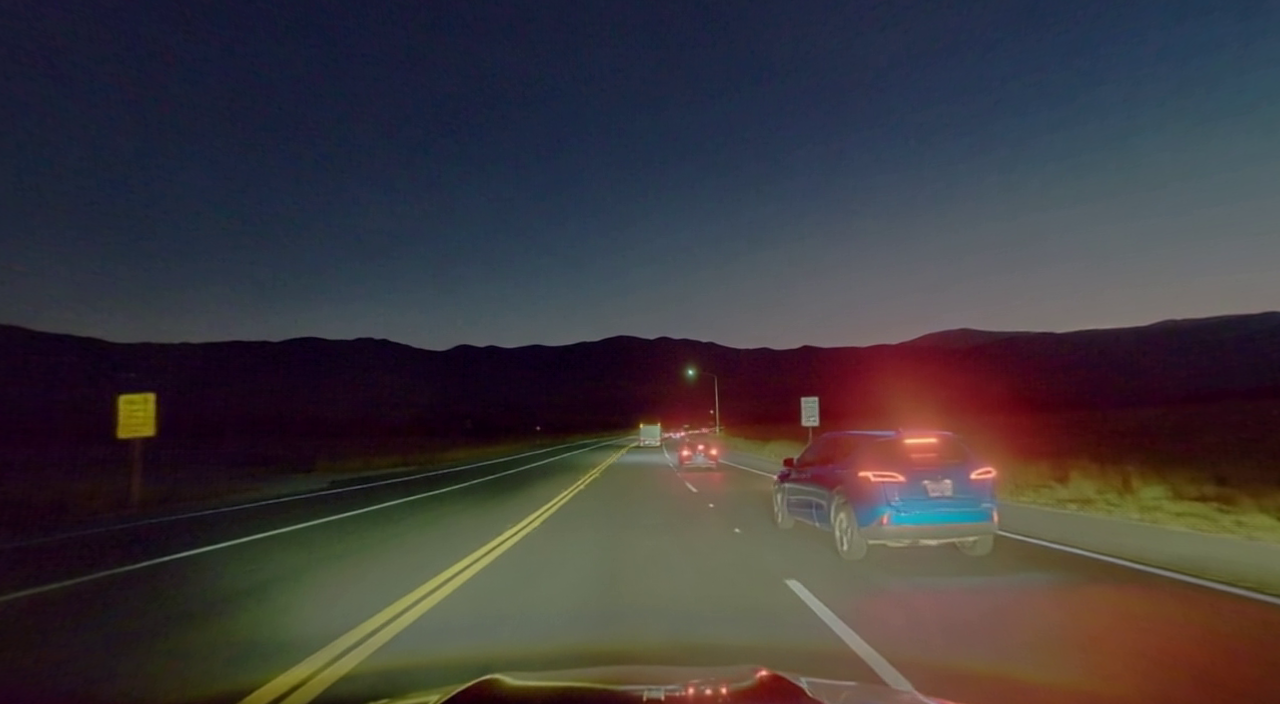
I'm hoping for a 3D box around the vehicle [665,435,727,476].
[{"bbox_3d":[2.210,4.224,26.041,2.026,1.531,4.273,0,-8,-1],"label":"vehicle"}]

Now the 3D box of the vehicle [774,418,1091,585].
[{"bbox_3d":[3.159,1.683,7.918,2.007,1.534,3.976,0,-8,-1],"label":"vehicle"}]
